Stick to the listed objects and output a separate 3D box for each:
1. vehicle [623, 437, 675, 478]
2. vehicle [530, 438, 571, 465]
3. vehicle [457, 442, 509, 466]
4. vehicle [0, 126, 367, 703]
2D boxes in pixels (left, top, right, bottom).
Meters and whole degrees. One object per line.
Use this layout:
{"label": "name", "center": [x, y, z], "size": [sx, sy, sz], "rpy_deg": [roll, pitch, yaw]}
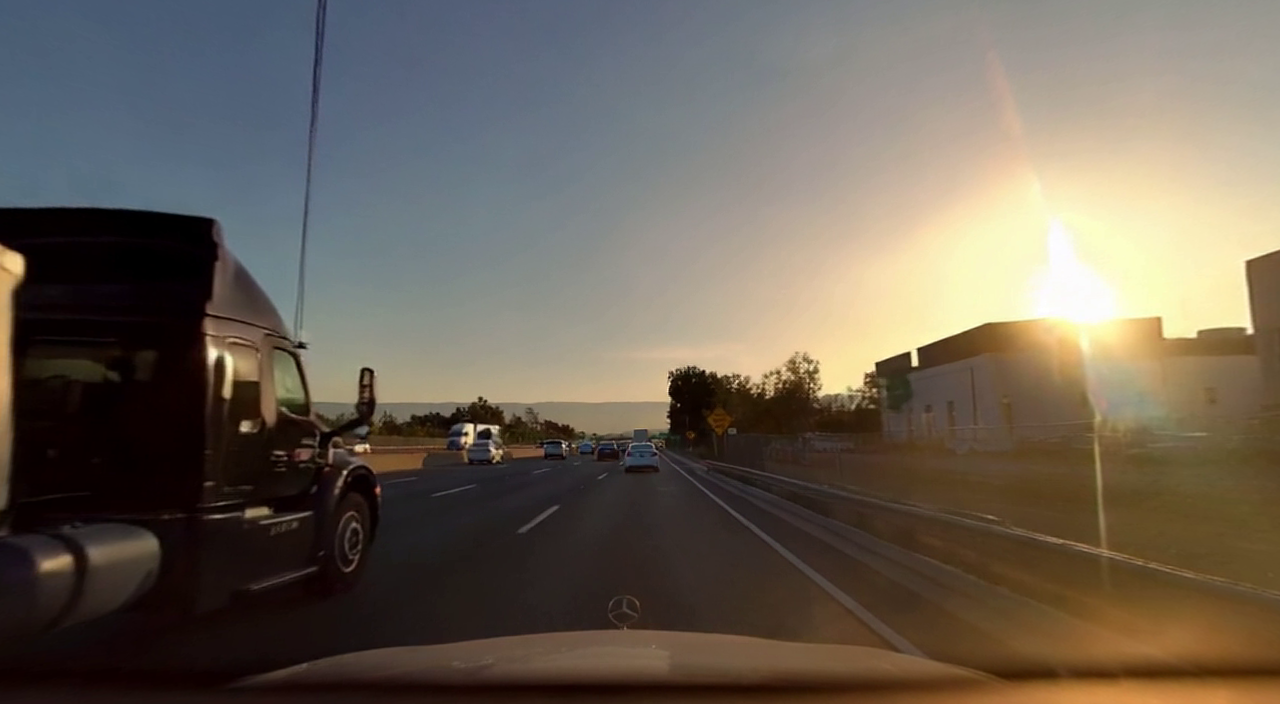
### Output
{"label": "vehicle", "center": [0.407, 4.638, 28.007], "size": [2.136, 1.678, 4.052], "rpy_deg": [0, -8, 1]}
{"label": "vehicle", "center": [-6.259, 7.038, 44.719], "size": [2.105, 1.790, 4.689], "rpy_deg": [0, -8, 2]}
{"label": "vehicle", "center": [-10.162, 6.616, 41.165], "size": [1.910, 1.501, 5.004], "rpy_deg": [0, -8, 2]}
{"label": "vehicle", "center": [-3.468, 0.395, 1.796], "size": [2.693, 2.348, 5.694], "rpy_deg": [0, -8, 1]}
